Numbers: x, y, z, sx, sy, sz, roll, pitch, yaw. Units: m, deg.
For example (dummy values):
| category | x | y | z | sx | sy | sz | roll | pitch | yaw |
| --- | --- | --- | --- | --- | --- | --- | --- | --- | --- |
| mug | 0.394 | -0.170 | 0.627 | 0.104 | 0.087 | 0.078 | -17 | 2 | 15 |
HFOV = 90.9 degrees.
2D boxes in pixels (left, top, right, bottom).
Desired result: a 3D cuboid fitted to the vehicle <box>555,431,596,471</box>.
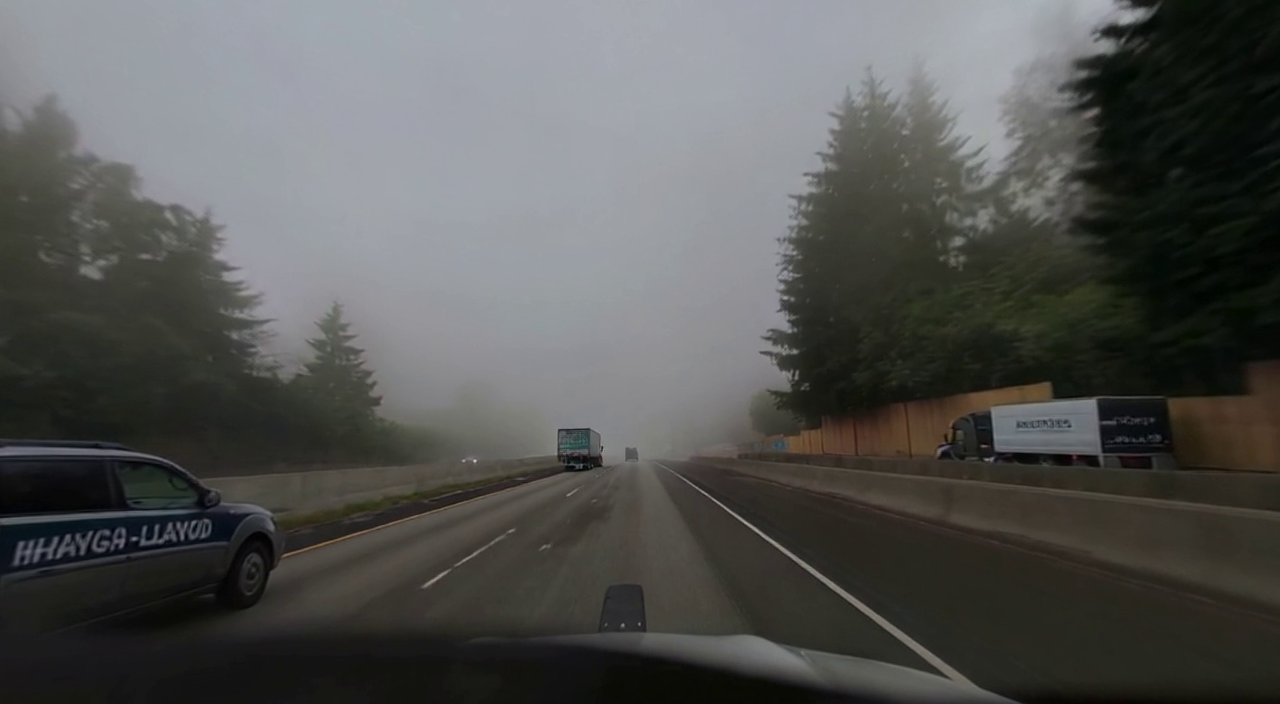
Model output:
| category | x | y | z | sx | sy | sz | roll | pitch | yaw |
| --- | --- | --- | --- | --- | --- | --- | --- | --- | --- |
| vehicle | -4.339 | 6.809 | 43.373 | 2.305 | 2.517 | 5.486 | 0 | -9 | 0 |

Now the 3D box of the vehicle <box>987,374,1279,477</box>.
| category | x | y | z | sx | sy | sz | roll | pitch | yaw |
| --- | --- | --- | --- | --- | --- | --- | --- | --- | --- |
| vehicle | 23.977 | 3.921 | 31.699 | 2.782 | 4.082 | 12.925 | 2 | -9 | -17 |

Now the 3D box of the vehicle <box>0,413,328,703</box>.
| category | x | y | z | sx | sy | sz | roll | pitch | yaw |
| --- | --- | --- | --- | --- | --- | --- | --- | --- | --- |
| vehicle | -4.287 | 1.228 | 4.278 | 2.024 | 1.476 | 4.466 | 0 | -9 | 0 |
